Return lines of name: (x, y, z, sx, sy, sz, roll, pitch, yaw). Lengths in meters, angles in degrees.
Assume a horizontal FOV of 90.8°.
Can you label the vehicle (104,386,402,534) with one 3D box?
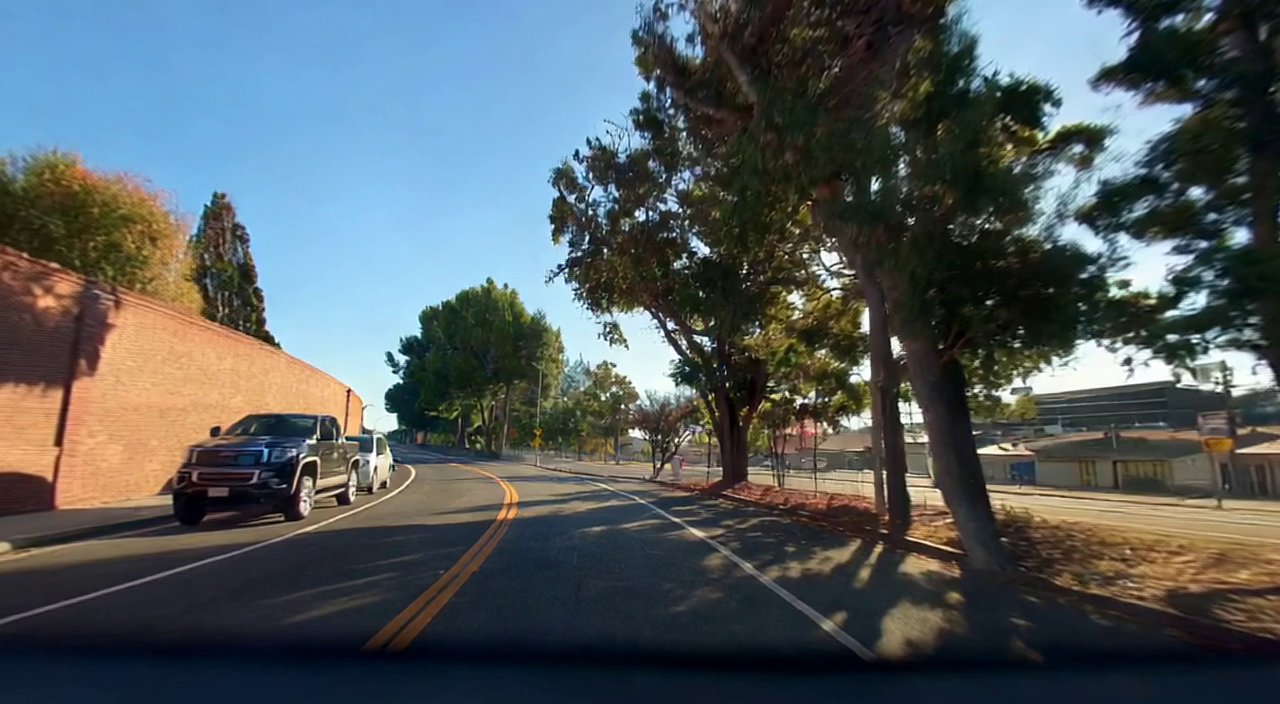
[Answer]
vehicle: (-7.960, 2.378, 14.455, 3.073, 2.458, 6.937, 3, -9, -7)
